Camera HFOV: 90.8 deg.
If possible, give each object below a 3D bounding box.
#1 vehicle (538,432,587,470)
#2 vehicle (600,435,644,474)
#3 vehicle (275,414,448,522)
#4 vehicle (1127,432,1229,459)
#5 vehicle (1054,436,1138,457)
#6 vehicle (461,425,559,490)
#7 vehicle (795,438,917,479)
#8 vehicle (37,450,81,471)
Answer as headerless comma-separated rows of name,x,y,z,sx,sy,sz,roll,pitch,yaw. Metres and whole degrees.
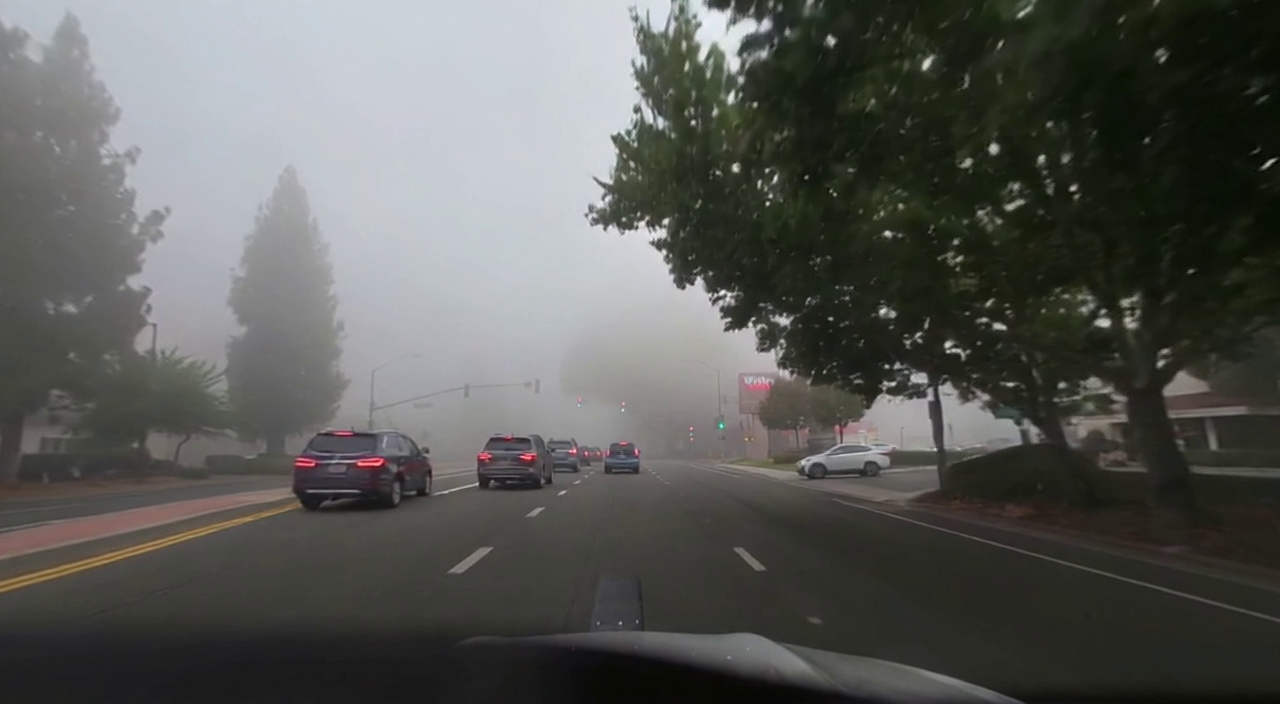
vehicle,-4.373,5.687,36.554,2.252,1.999,5.605,0,-8,-2
vehicle,-0.894,5.083,31.717,2.061,1.809,4.141,0,-8,-1
vehicle,-5.451,2.307,13.144,2.093,1.803,4.668,1,-8,-9
vehicle,31.750,5.529,37.363,4.352,1.482,1.954,1,-8,-3
vehicle,31.928,6.608,44.328,4.438,1.423,1.897,0,-8,-1
vehicle,-4.105,3.428,20.901,2.159,1.877,4.925,0,-8,0
vehicle,9.668,4.734,28.414,4.734,1.726,2.039,2,-8,-12
vehicle,-45.645,8.497,49.720,1.970,1.508,4.687,6,-10,-37
